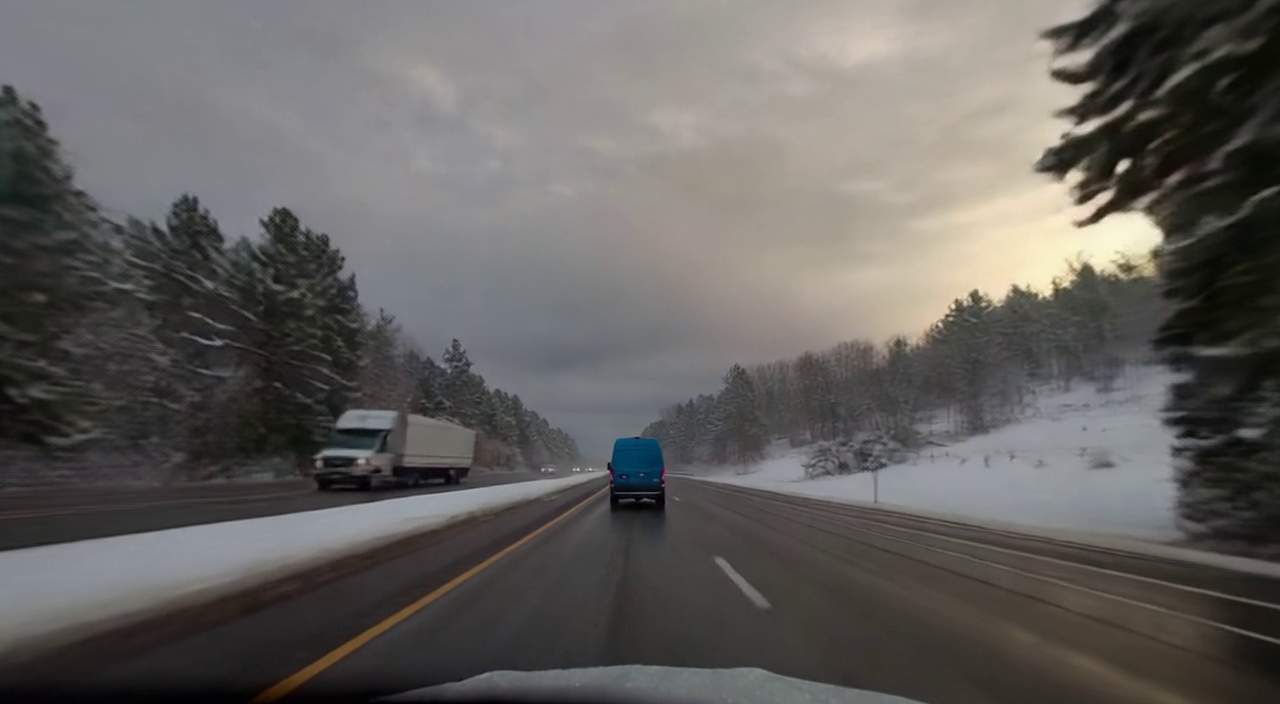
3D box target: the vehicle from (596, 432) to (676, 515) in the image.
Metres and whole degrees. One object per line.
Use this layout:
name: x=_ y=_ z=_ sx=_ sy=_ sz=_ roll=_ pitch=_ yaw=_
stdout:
vehicle: x=-0.249 y=4.194 z=21.969 sx=2.375 sy=2.432 sz=6.161 roll=1 pitch=-10 yaw=-2

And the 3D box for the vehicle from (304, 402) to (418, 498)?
vehicle: x=-13.930 y=5.020 z=32.059 sx=3.147 sy=4.399 sz=5.202 roll=1 pitch=-10 yaw=0
